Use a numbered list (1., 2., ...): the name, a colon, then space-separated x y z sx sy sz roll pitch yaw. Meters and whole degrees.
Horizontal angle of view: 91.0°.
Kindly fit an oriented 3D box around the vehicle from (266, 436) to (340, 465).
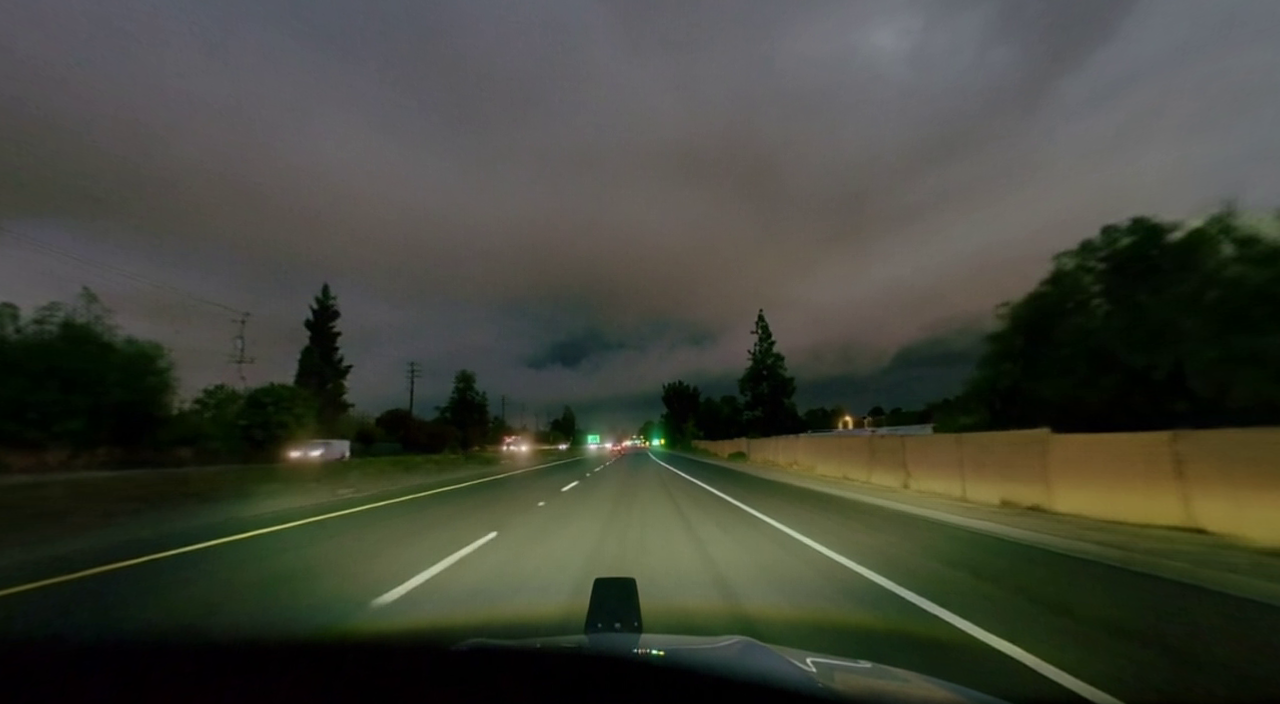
1. vehicle: -25.604 7.504 48.197 2.319 2.056 5.913 0 -8 0
